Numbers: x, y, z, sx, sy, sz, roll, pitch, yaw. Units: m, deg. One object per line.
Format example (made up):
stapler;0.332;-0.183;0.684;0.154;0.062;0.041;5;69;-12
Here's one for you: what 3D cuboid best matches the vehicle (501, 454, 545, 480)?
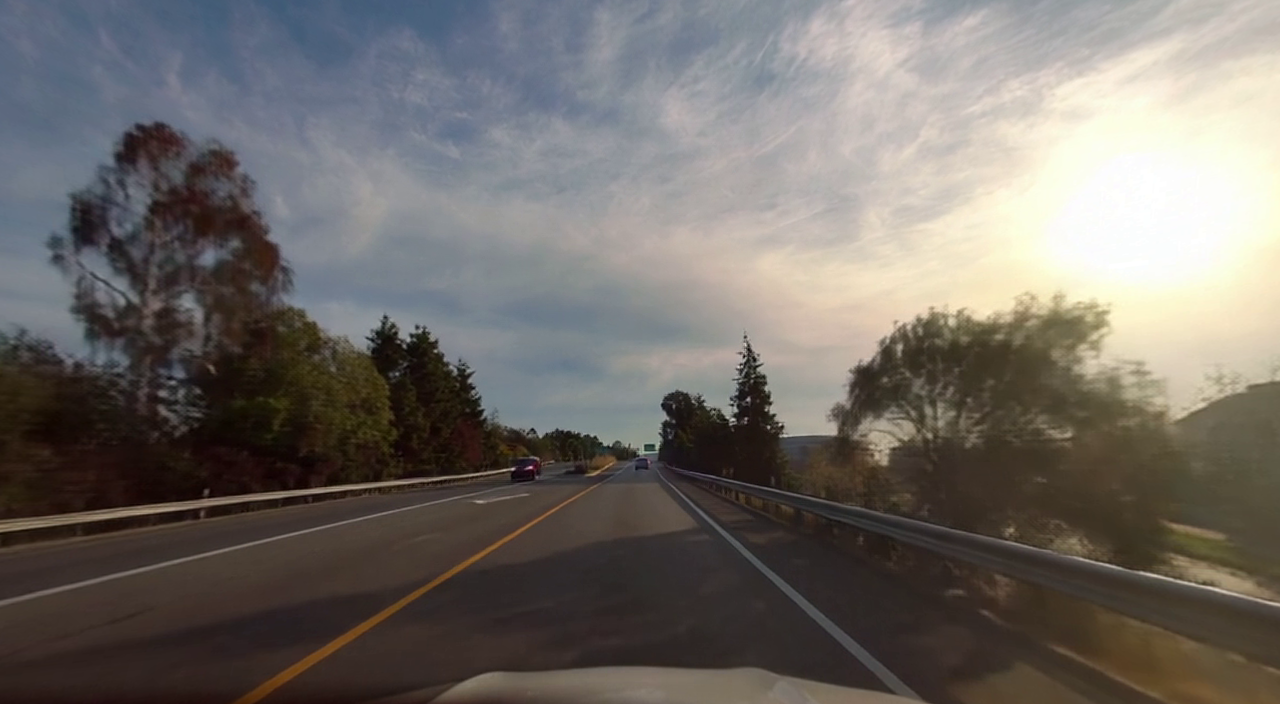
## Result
vehicle;-7.669;7.560;41.636;2.003;1.554;3.757;0;-9;2
